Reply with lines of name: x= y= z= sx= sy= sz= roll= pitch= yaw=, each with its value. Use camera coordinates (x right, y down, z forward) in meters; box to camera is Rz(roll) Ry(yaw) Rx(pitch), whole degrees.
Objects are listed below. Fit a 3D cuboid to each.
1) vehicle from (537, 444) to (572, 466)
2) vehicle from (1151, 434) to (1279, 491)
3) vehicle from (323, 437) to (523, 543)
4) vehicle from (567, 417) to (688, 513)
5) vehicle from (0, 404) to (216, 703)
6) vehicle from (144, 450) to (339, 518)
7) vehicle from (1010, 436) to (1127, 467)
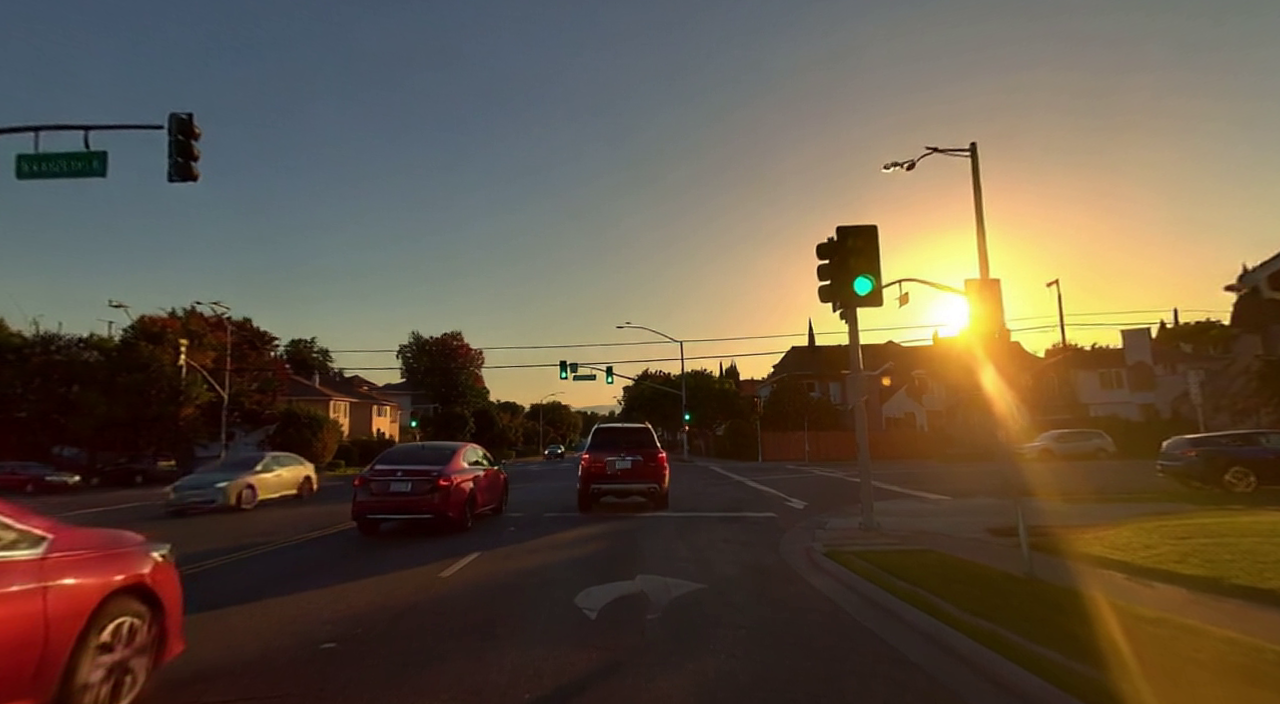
vehicle: x=-6.727 y=8.116 z=49.946 sx=2.069 sy=1.651 sz=4.431 roll=0 pitch=-8 yaw=1
vehicle: x=17.142 y=2.964 z=17.060 sx=4.715 sy=1.439 sz=1.874 roll=-2 pitch=-9 yaw=14
vehicle: x=-3.416 y=2.241 z=10.995 sx=1.934 sy=1.459 sz=4.368 roll=0 pitch=-8 yaw=0
vehicle: x=-0.259 y=2.577 z=14.894 sx=2.396 sy=1.881 sz=4.606 roll=0 pitch=-8 yaw=0
vehicle: x=-3.398 y=0.767 z=1.132 sx=1.977 sy=1.488 sz=4.741 roll=0 pitch=-8 yaw=0
vehicle: x=-10.085 y=3.335 z=16.567 sx=2.028 sy=1.474 sz=4.637 roll=0 pitch=-8 yaw=1
vehicle: x=21.190 y=4.937 z=31.427 sx=4.353 sy=1.431 sz=1.876 roll=-2 pitch=-9 yaw=14
